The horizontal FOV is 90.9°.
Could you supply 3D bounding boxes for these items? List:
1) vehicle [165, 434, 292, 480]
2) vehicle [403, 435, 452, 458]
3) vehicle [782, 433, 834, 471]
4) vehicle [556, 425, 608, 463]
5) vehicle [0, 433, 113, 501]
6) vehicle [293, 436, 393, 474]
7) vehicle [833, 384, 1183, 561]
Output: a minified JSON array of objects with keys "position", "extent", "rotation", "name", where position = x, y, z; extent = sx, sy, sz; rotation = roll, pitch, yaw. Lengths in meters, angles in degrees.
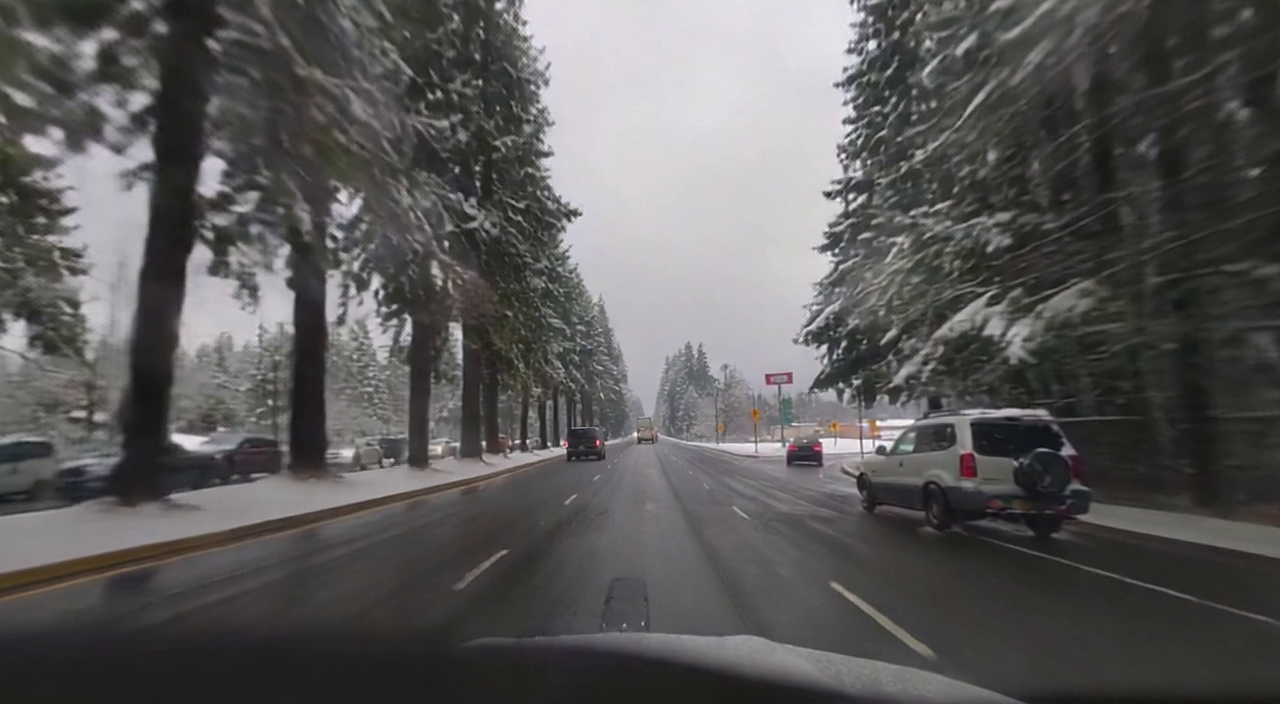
[{"position":[-16.838,4.317,26.160],"extent":[2.059,1.688,4.657],"rotation":[0,-8,1],"name":"vehicle"},{"position":[-16.229,7.211,48.340],"extent":[2.042,1.654,4.603],"rotation":[0,-8,1],"name":"vehicle"},{"position":[8.470,5.087,32.115],"extent":[2.280,1.757,4.572],"rotation":[-2,-9,12],"name":"vehicle"},{"position":[-3.091,5.086,34.722],"extent":[2.255,1.940,4.822],"rotation":[0,-8,2],"name":"vehicle"},{"position":[-16.876,2.975,16.411],"extent":[2.176,1.646,4.643],"rotation":[0,-8,1],"name":"vehicle"},{"position":[-12.892,4.500,27.710],"extent":[2.053,1.496,4.569],"rotation":[0,-8,2],"name":"vehicle"},{"position":[5.111,1.818,10.264],"extent":[2.381,2.008,5.971],"rotation":[-1,-8,4],"name":"vehicle"}]
